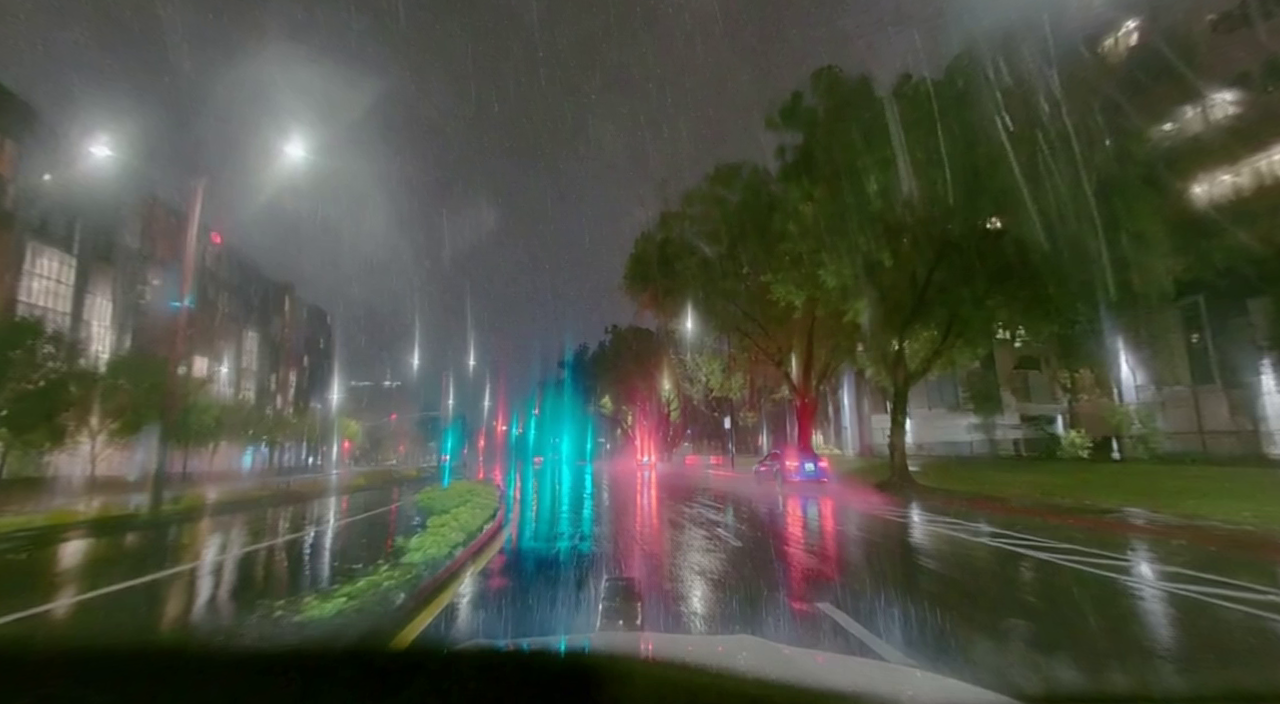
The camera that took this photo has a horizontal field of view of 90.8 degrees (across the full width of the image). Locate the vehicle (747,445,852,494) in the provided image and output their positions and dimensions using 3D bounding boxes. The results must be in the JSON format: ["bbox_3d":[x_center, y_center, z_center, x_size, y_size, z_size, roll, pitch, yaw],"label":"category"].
[{"bbox_3d":[5.392,4.021,22.200,1.984,1.479,5.102,1,-8,-5],"label":"vehicle"}]
